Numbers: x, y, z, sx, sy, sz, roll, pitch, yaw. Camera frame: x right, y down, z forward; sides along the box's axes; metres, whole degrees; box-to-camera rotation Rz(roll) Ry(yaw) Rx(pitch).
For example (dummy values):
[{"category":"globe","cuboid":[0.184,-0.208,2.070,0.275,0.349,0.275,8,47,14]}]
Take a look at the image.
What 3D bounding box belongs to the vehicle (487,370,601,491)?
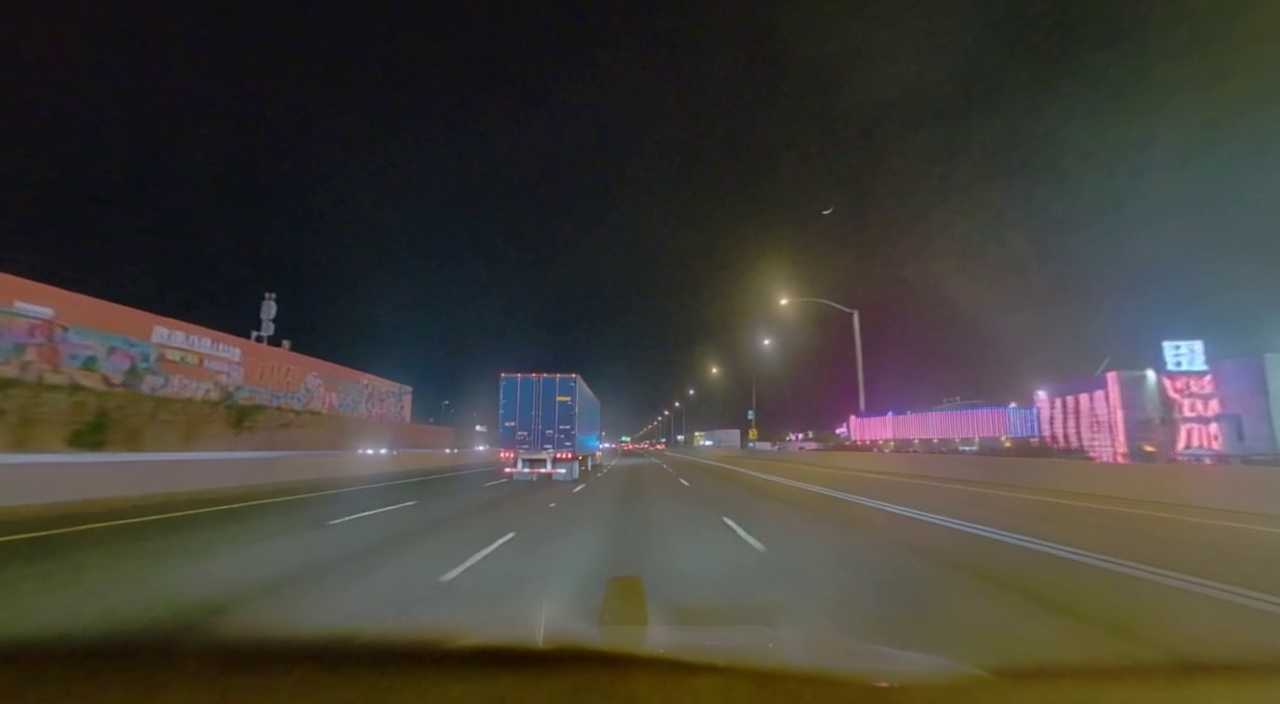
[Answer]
[{"category":"vehicle","cuboid":[-3.549,3.204,26.151,2.977,4.048,8.890,2,-7,2]}]
